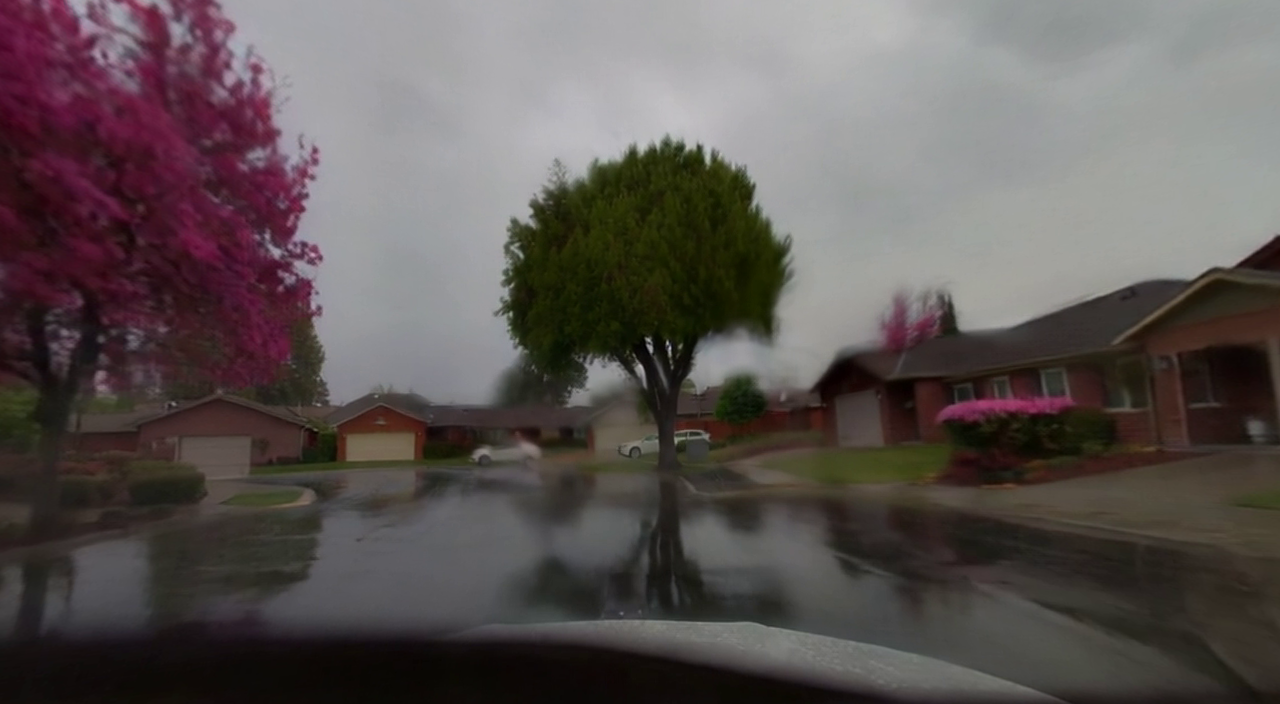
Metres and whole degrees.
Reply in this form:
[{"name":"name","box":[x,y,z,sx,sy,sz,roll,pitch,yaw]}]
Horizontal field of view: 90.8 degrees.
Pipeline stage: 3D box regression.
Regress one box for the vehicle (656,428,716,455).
[{"name":"vehicle","box":[3.305,6.305,44.481,2.152,1.773,4.495,-6,-11,35]}]

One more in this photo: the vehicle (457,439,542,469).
[{"name":"vehicle","box":[-8.898,6.501,40.350,4.815,1.827,2.147,-1,-9,3]}]

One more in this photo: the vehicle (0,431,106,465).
[{"name":"vehicle","box":[-31.186,5.032,33.084,4.435,1.707,2.046,0,-9,0]}]

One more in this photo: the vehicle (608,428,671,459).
[{"name":"vehicle","box":[-0.002,6.378,44.474,2.310,1.701,4.280,-5,-3,35]}]
